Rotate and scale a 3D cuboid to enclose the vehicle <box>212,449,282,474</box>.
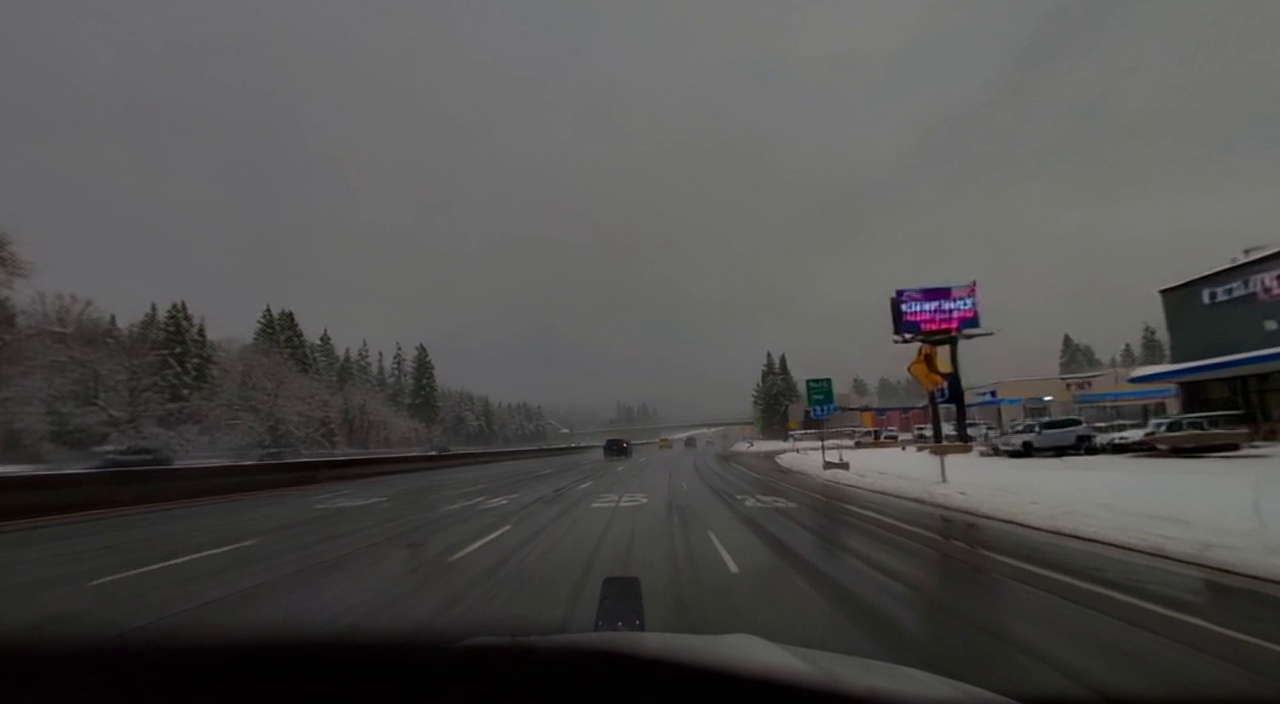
[{"bbox_3d":[-27.922,7.784,45.059,1.866,1.614,4.396,-1,-8,4],"label":"vehicle"}]

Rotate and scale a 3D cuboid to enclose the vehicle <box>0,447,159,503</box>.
[{"bbox_3d":[-18.631,3.919,20.655,1.972,1.610,4.607,-1,-8,3],"label":"vehicle"}]

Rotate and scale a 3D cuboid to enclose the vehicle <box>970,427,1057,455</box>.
[{"bbox_3d":[22.607,5.399,38.383,4.317,1.504,1.884,-7,-9,28],"label":"vehicle"}]

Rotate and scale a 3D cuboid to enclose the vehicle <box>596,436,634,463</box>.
[{"bbox_3d":[-1.669,6.827,44.411,2.139,1.782,4.079,-1,-8,5],"label":"vehicle"}]
